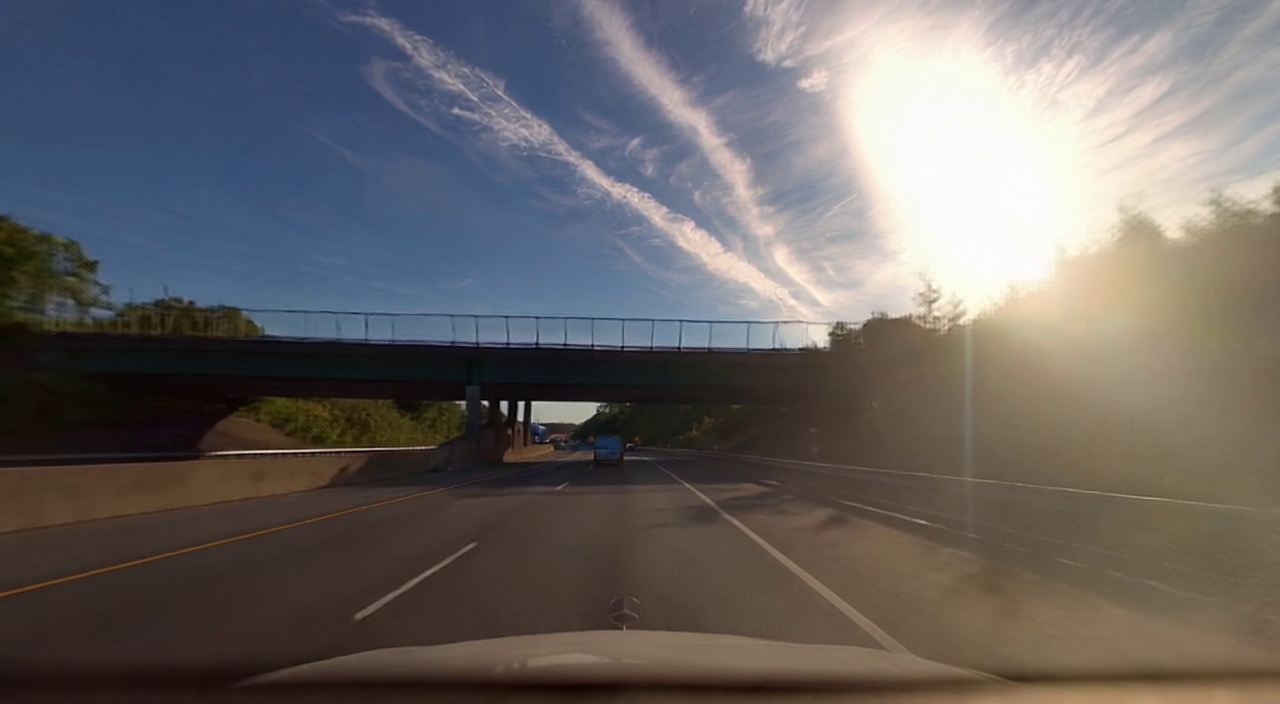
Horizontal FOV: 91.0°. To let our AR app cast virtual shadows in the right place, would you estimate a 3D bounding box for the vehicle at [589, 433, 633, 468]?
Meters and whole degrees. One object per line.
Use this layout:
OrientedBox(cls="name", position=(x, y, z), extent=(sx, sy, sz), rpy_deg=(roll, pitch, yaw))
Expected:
OrientedBox(cls="vehicle", position=(-1.660, 5.779, 36.945), extent=(2.372, 1.891, 5.061), rpy_deg=(0, -8, -2))
